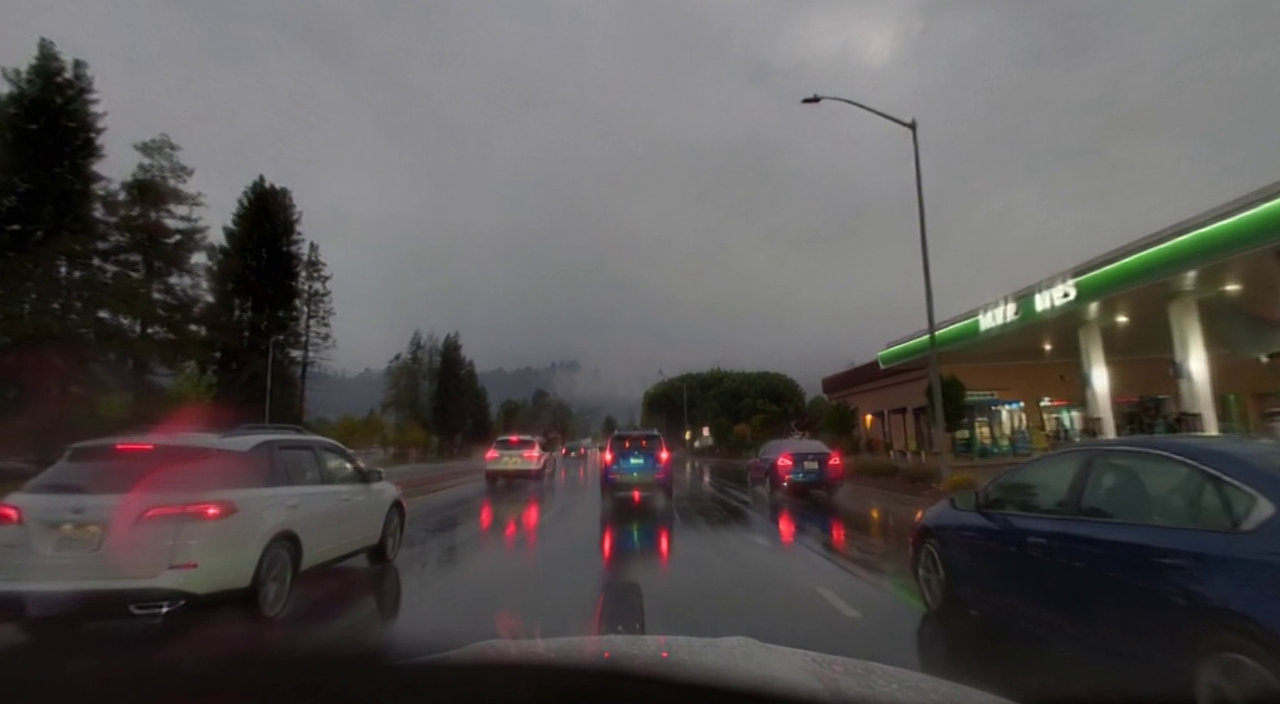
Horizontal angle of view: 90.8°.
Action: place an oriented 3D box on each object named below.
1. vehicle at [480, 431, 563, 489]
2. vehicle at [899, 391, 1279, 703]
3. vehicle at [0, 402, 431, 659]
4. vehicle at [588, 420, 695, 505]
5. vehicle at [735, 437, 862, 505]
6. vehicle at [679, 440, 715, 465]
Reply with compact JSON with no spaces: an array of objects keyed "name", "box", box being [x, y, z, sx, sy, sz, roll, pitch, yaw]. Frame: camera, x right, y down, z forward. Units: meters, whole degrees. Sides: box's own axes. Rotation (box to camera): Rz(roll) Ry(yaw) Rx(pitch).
[{"name":"vehicle","box":[-3.787,3.534,20.936,1.932,1.695,4.150,0,-8,0]},{"name":"vehicle","box":[3.263,1.019,3.131,1.976,1.492,4.436,0,-8,-1]},{"name":"vehicle","box":[-3.602,1.401,5.995,1.864,1.574,4.031,0,-8,0]},{"name":"vehicle","box":[0.015,2.672,15.686,2.279,1.803,4.254,0,-8,0]},{"name":"vehicle","box":[3.775,2.905,15.970,1.888,1.456,4.589,0,-8,-2]},{"name":"vehicle","box":[3.738,6.631,41.903,1.926,1.522,3.852,0,-8,-2]}]
